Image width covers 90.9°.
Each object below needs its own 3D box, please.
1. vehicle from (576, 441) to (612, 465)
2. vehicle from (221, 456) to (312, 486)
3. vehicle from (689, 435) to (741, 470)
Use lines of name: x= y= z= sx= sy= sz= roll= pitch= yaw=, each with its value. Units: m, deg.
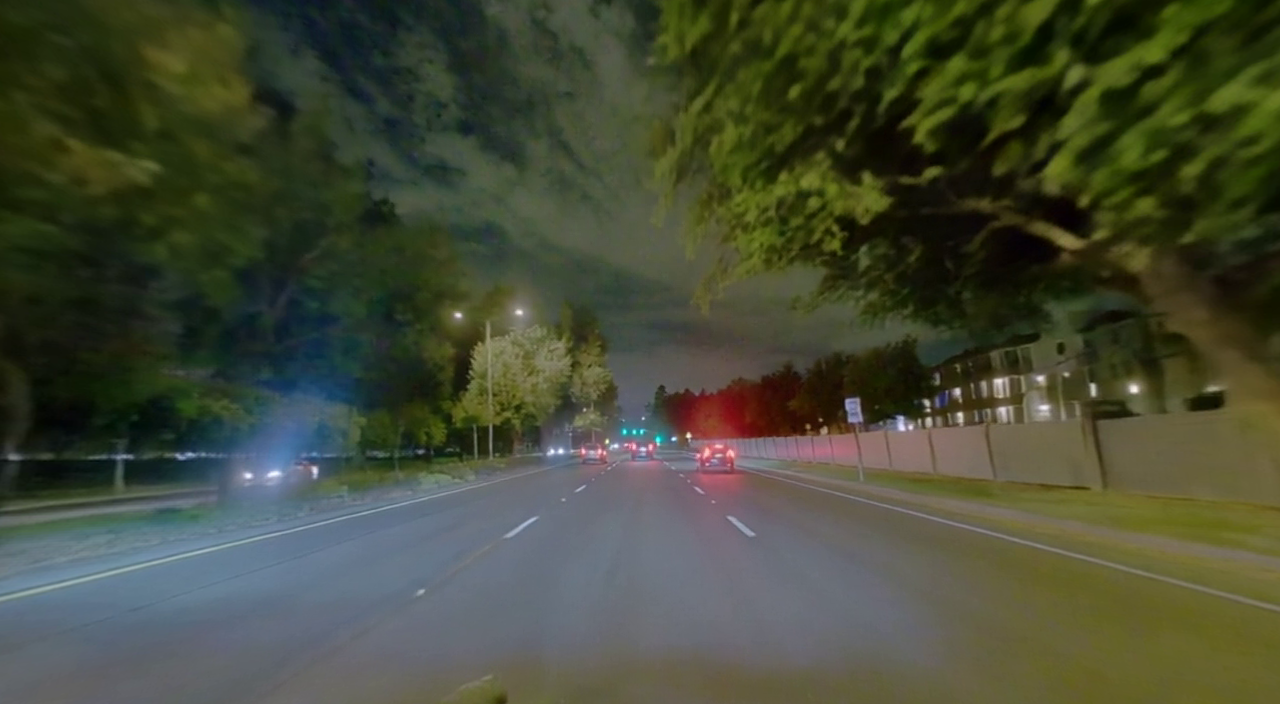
vehicle: x=-2.971 y=6.623 z=41.506 sx=1.940 sy=1.473 sz=4.133 roll=0 pitch=-8 yaw=1
vehicle: x=-20.948 y=6.659 z=35.669 sx=1.960 sy=1.492 sz=5.090 roll=0 pitch=-8 yaw=1
vehicle: x=3.858 y=5.281 z=33.289 sx=2.182 sy=1.688 sz=4.187 roll=0 pitch=-8 yaw=-1
